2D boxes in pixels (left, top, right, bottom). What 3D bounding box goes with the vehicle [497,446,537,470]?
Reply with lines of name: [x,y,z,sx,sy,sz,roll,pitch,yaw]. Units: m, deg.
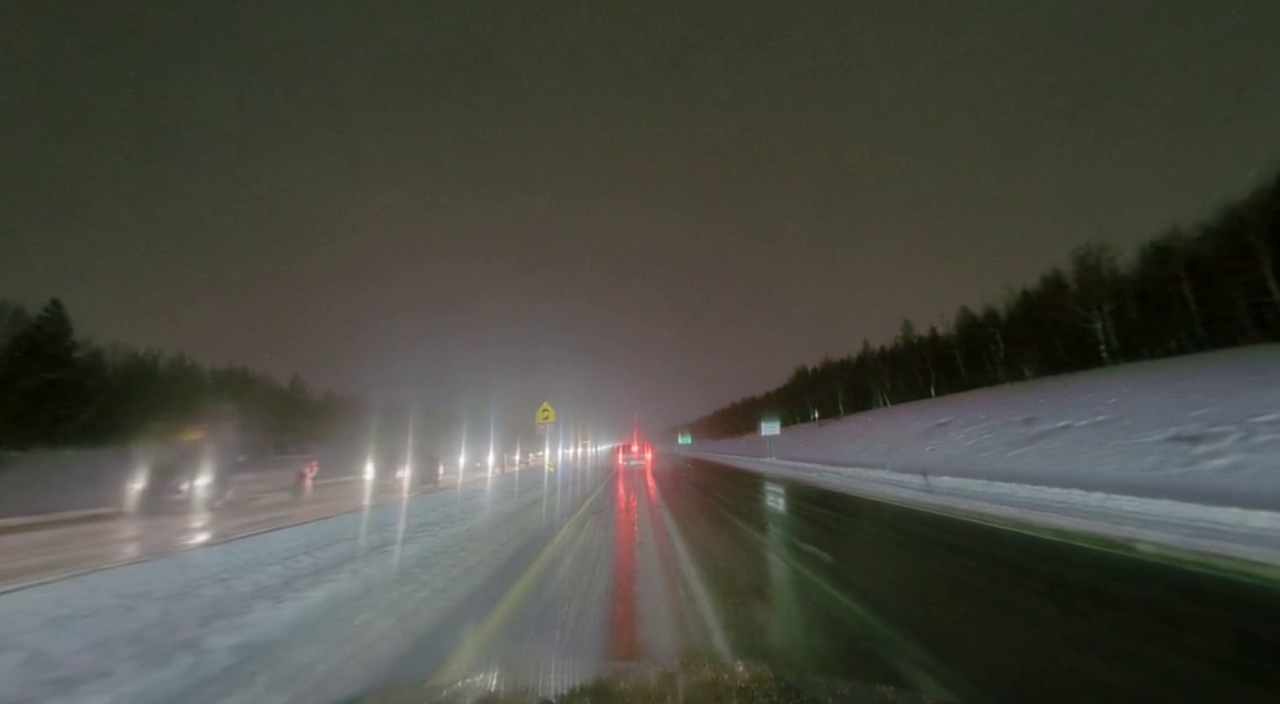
vehicle: [-8.786,7.598,45.090,1.977,1.549,4.521,0,-9,-1]

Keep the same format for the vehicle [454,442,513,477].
vehicle: [-8.188,5.667,33.170,1.981,1.681,4.398,0,-9,0]

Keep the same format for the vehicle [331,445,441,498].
vehicle: [-8.318,3.930,21.010,1.911,1.535,4.238,0,-9,0]

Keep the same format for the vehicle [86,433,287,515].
vehicle: [-12.524,3.384,17.871,2.119,1.974,4.823,0,-9,-1]

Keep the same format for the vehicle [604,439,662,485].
vehicle: [-0.263,4.074,23.467,1.971,1.518,4.108,0,-9,-1]
